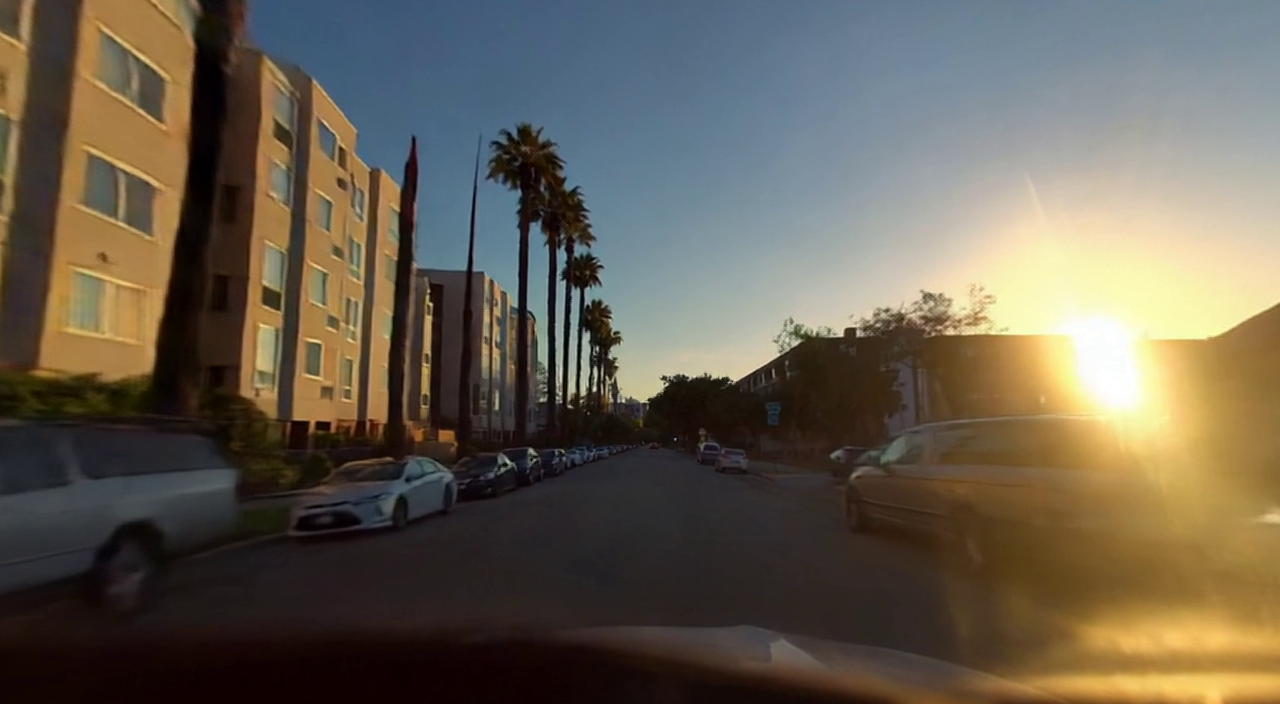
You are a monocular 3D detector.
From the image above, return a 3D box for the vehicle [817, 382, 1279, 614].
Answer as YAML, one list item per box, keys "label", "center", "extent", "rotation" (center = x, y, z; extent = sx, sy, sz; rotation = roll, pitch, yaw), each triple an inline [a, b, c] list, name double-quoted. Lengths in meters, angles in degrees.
- label: "vehicle"
  center: [4.511, 1.712, 8.587]
  extent: [2.570, 2.005, 6.020]
  rotation: [0, -8, 1]

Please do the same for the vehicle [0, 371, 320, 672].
- label: "vehicle"
  center: [-5.324, 1.237, 4.941]
  extent: [2.227, 1.967, 6.220]
  rotation: [0, -9, 2]

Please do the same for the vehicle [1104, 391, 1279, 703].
- label: "vehicle"
  center: [4.648, 0.919, 2.338]
  extent: [2.220, 1.738, 4.800]
  rotation: [0, -8, 1]

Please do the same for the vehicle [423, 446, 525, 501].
- label: "vehicle"
  center: [-5.081, 3.769, 20.055]
  extent: [1.997, 1.497, 4.437]
  rotation: [0, -9, 0]

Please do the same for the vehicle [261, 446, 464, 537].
- label: "vehicle"
  center: [-5.361, 2.711, 13.040]
  extent: [2.031, 1.505, 4.540]
  rotation: [0, -9, 1]

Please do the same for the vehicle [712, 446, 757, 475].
- label: "vehicle"
  center: [5.205, 6.037, 35.494]
  extent: [1.991, 1.525, 5.203]
  rotation: [0, -9, 3]
